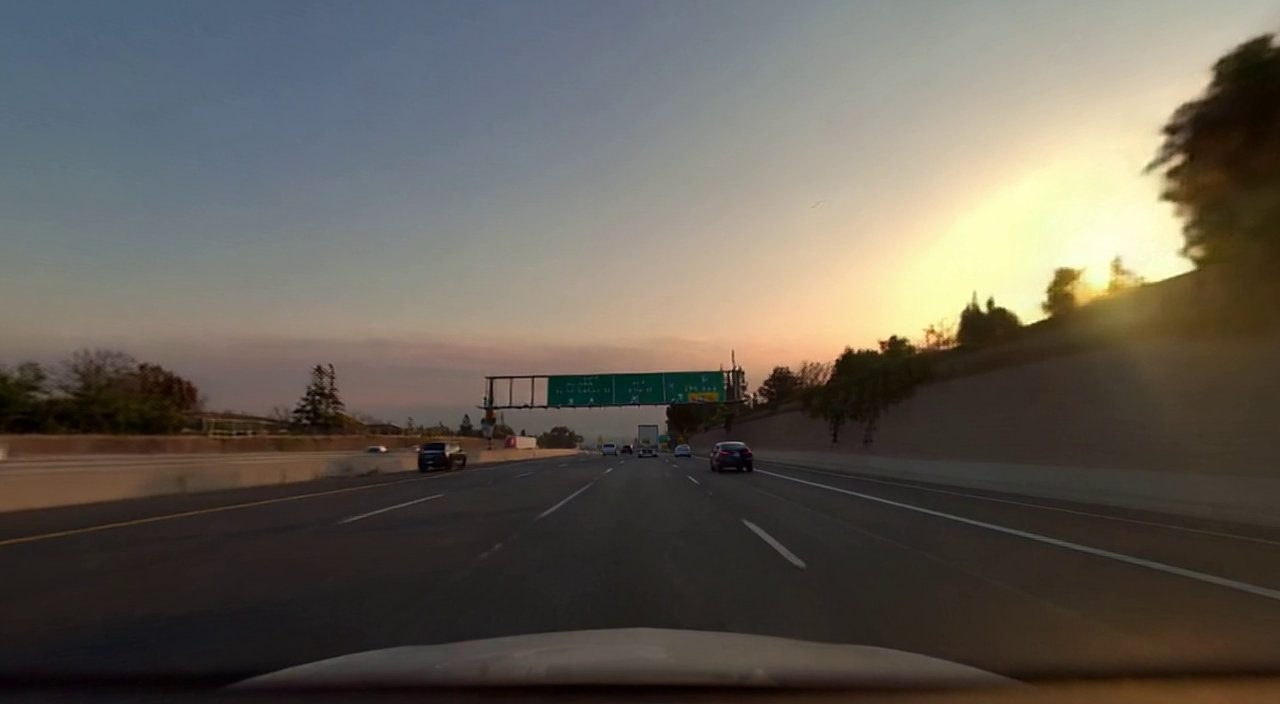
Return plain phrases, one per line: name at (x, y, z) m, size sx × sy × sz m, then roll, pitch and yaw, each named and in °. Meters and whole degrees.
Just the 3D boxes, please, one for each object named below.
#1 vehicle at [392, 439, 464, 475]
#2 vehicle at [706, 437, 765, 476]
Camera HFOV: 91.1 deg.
vehicle at (-10.780, 5.355, 32.338) m, size 1.998 × 1.712 × 4.671 m, roll 0°, pitch -9°, yaw 1°
vehicle at (4.303, 4.794, 28.996) m, size 2.046 × 1.655 × 4.143 m, roll 0°, pitch -8°, yaw 0°
